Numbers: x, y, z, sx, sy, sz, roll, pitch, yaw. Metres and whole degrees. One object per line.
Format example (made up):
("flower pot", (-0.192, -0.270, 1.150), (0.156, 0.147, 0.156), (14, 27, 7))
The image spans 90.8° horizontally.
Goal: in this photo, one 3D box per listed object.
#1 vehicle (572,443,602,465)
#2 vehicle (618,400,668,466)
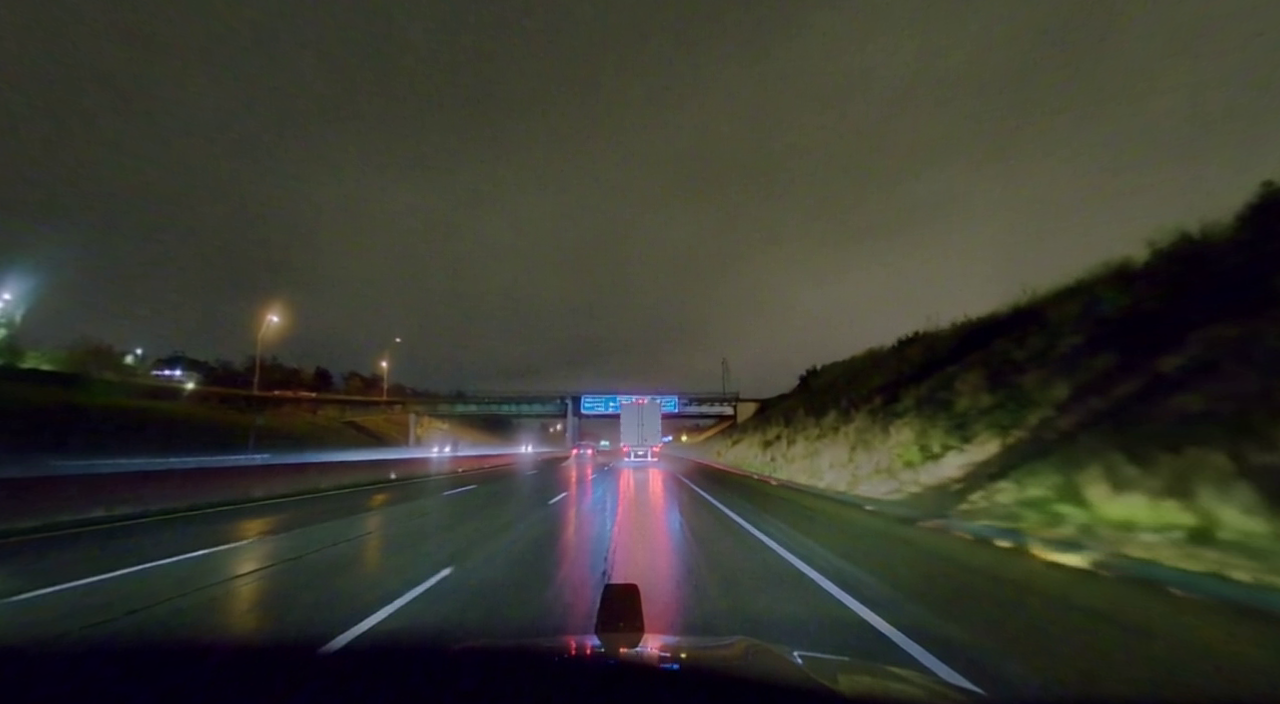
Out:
("vehicle", (-4.040, 7.846, 48.632), (2.005, 1.595, 4.253), (0, -9, -1))
("vehicle", (0.105, 5.874, 44.445), (3.033, 3.985, 12.383), (0, -9, -1))
